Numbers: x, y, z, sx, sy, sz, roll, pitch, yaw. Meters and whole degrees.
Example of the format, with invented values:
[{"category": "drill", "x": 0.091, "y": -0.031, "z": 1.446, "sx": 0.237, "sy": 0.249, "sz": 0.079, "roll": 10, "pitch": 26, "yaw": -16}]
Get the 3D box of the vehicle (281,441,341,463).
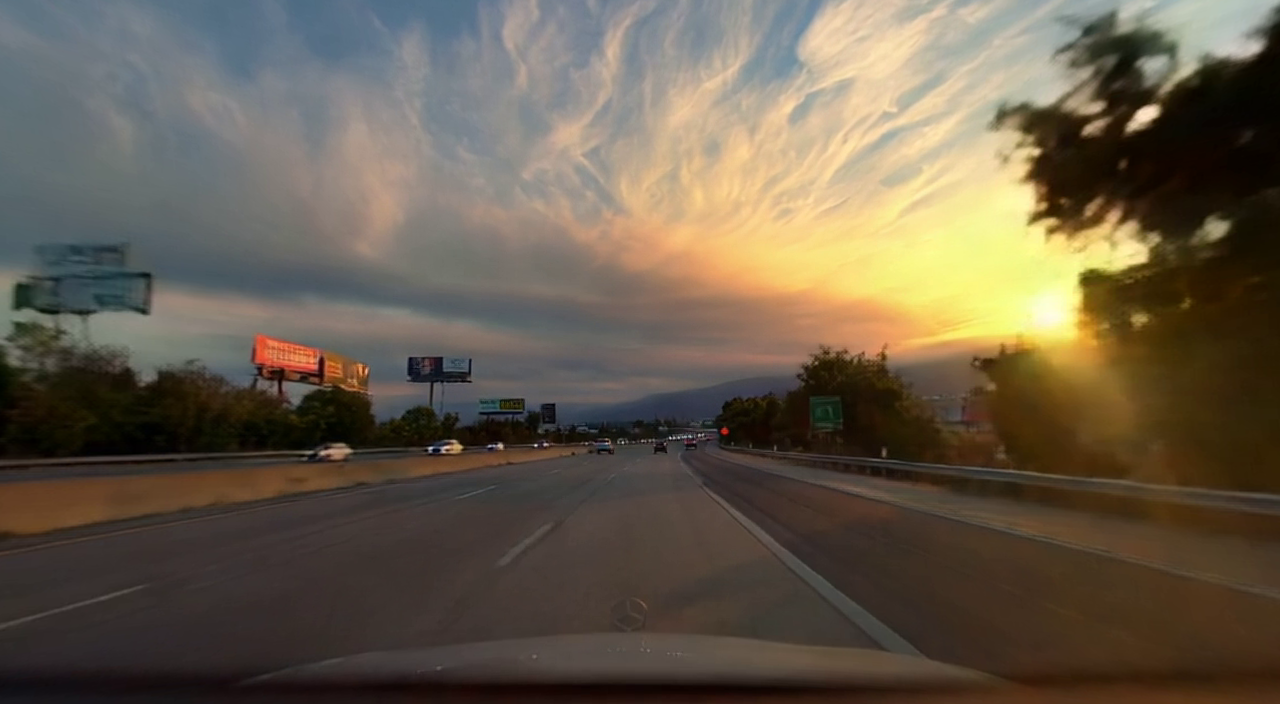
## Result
[{"category": "vehicle", "x": -24.383, "y": 7.425, "z": 46.989, "sx": 1.971, "sy": 1.536, "sz": 4.444, "roll": -1, "pitch": -8, "yaw": 2}]
